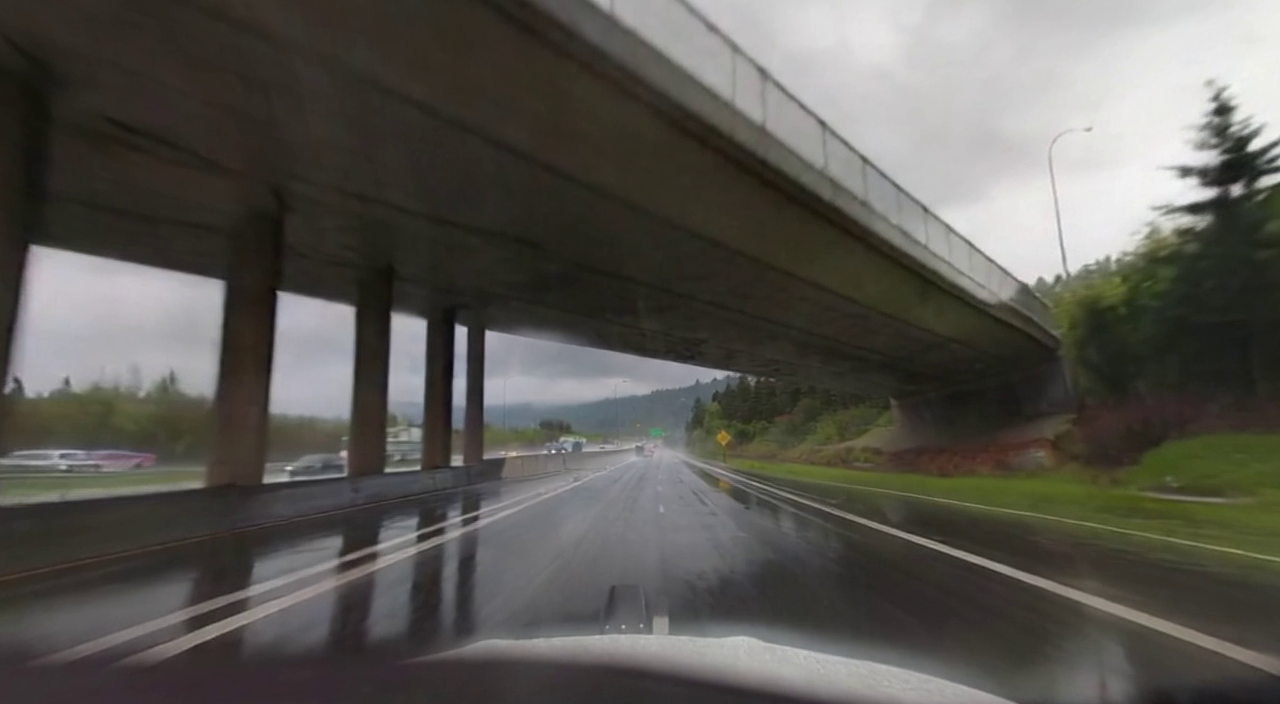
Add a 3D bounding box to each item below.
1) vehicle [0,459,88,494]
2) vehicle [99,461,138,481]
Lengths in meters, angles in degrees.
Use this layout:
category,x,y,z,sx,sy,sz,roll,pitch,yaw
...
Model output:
category,x,y,z,sx,sy,sz,roll,pitch,yaw
vehicle,-30.525,6.319,32.235,1.914,1.593,4.363,3,-9,-21
vehicle,-41.281,9.395,49.859,3.941,1.464,1.815,-9,-12,43
